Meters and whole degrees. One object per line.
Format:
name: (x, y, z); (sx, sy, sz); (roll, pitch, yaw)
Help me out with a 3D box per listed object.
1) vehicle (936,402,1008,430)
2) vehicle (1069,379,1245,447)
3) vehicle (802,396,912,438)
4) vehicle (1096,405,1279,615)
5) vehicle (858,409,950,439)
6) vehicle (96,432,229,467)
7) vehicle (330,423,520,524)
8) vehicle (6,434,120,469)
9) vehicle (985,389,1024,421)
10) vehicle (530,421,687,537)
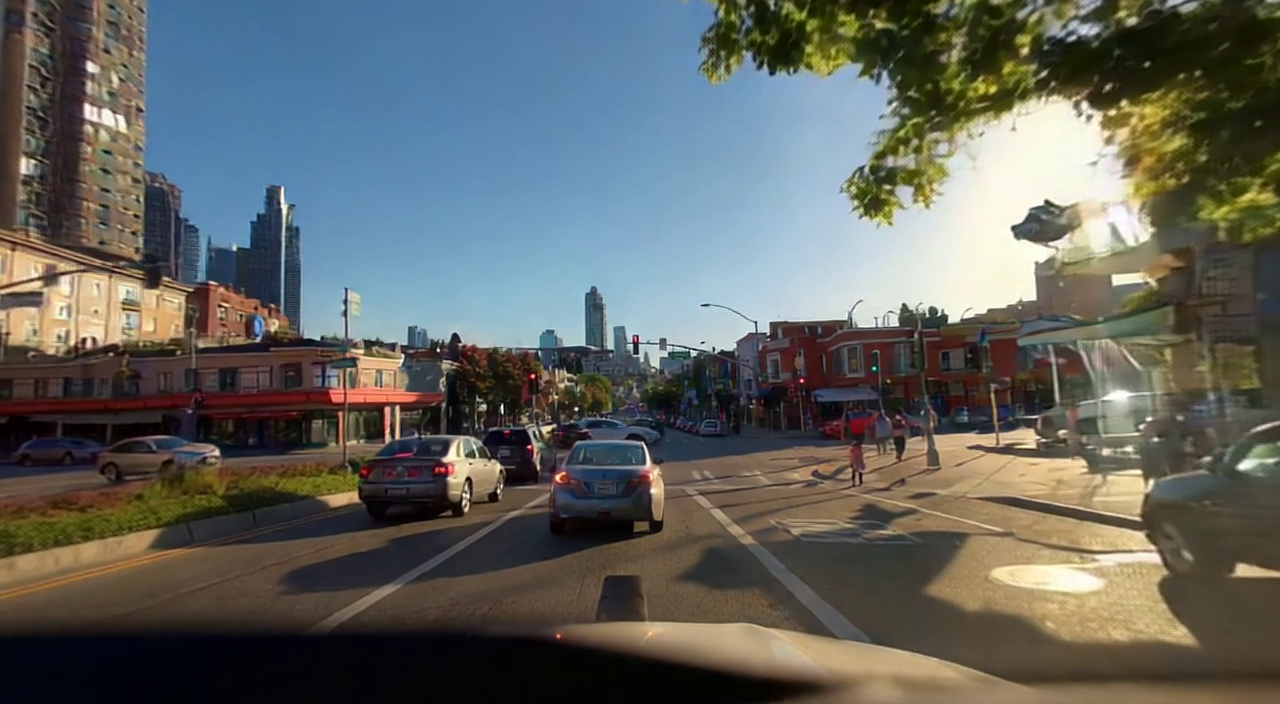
vehicle: (21.166, 4.115, 40.187); (5.017, 1.542, 2.055); (6, -11, -38)
vehicle: (21.661, 2.642, 26.598); (5.756, 2.653, 2.403); (1, -9, -11)
vehicle: (13.777, 4.186, 40.127); (6.541, 2.480, 2.259); (3, -9, -19)
vehicle: (6.209, 1.244, 4.850); (1.904, 1.705, 4.510); (0, -8, -2)
vehicle: (15.176, 4.150, 36.270); (4.775, 1.604, 1.915); (3, -9, -21)
vehicle: (-21.349, 4.375, 28.372); (4.453, 1.471, 1.921); (-1, -8, 3)
vehicle: (-3.690, 2.174, 11.859); (1.934, 1.522, 4.464); (0, -8, 1)
vehicle: (-32.467, 5.611, 35.674); (4.280, 1.857, 2.136); (0, -8, 1)
vehicle: (27.060, 3.992, 46.798); (2.152, 1.993, 5.078); (-6, -10, 31)
vehicle: (-0.430, 1.985, 10.416); (2.082, 1.520, 3.896); (0, -8, 0)
